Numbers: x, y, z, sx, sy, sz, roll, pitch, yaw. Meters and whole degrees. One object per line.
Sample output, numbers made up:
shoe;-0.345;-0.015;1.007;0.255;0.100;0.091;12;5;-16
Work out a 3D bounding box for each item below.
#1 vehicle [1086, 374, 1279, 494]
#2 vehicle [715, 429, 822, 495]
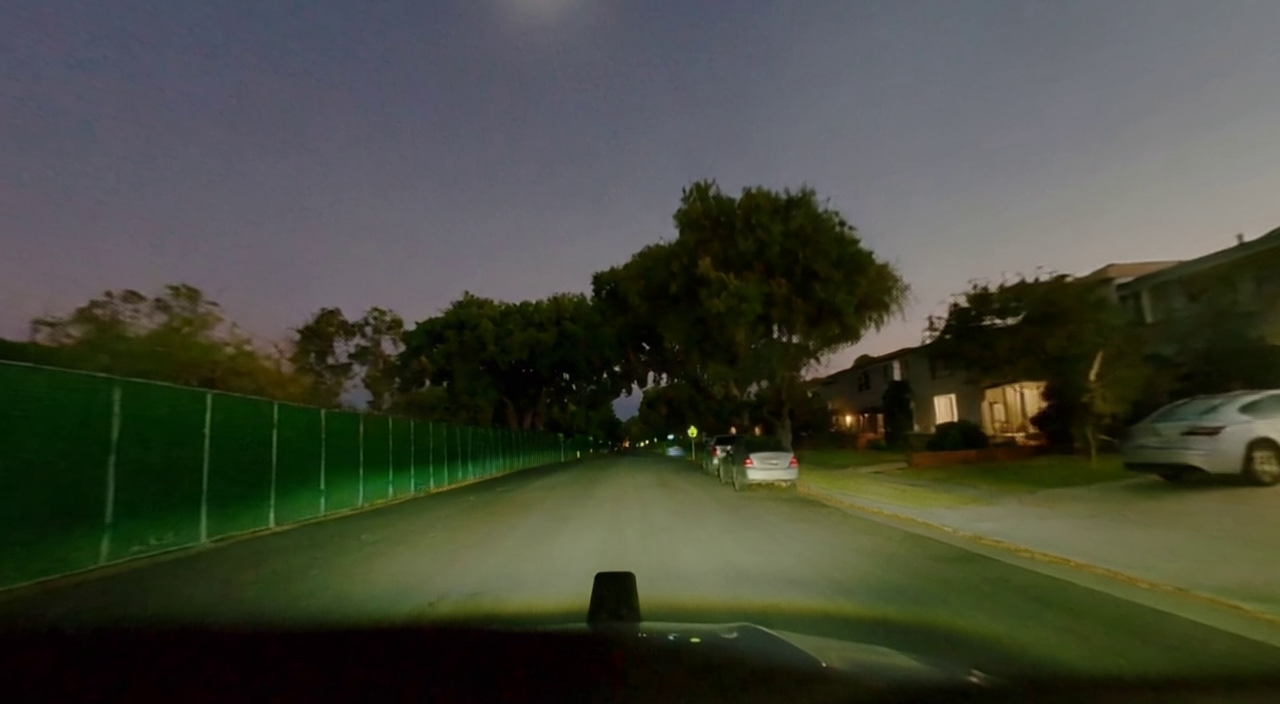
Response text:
vehicle;10.915;1.379;10.663;5.046;1.800;2.201;0;-8;0
vehicle;3.582;3.175;18.659;2.122;1.673;4.876;0;-8;0
